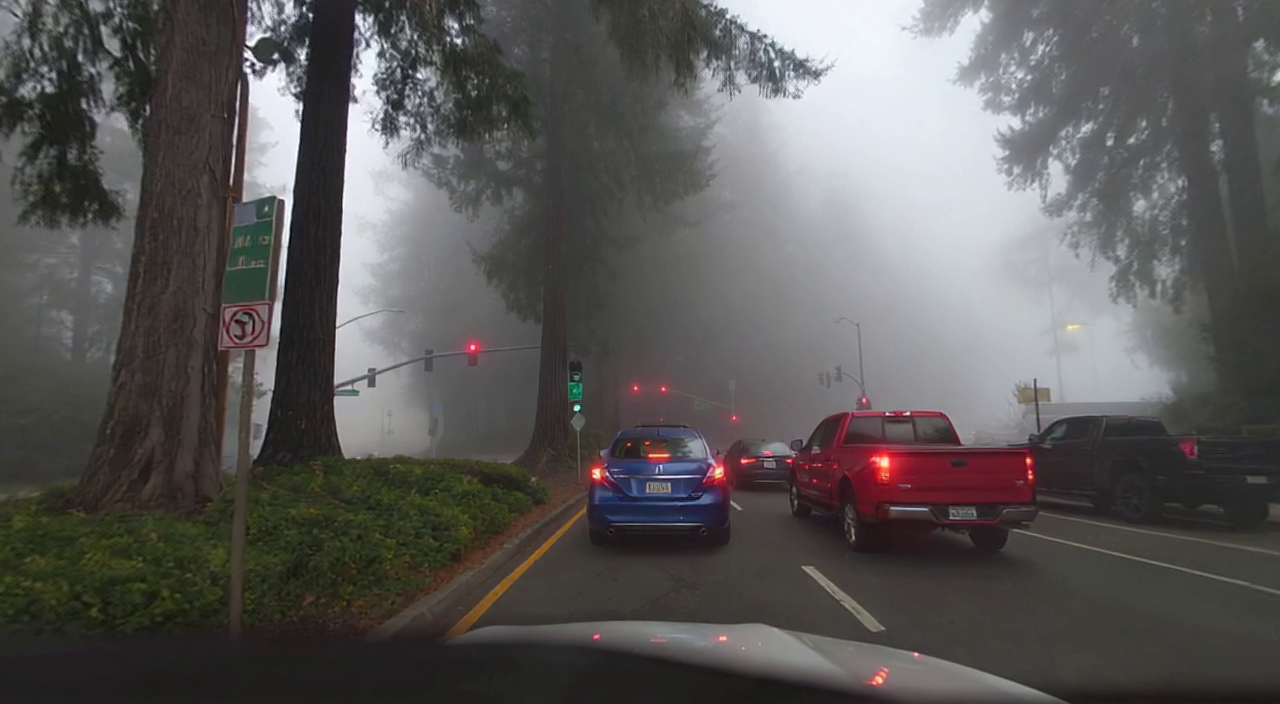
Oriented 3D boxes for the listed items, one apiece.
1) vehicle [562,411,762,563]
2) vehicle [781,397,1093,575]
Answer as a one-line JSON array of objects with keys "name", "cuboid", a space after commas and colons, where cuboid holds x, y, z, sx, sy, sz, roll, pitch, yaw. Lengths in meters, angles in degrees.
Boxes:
[{"name": "vehicle", "cuboid": [0.245, 1.774, 8.967, 2.168, 1.641, 4.039, 0, -8, 0]}, {"name": "vehicle", "cuboid": [3.387, 1.630, 8.370, 2.099, 1.725, 4.290, 0, -8, 1]}]
